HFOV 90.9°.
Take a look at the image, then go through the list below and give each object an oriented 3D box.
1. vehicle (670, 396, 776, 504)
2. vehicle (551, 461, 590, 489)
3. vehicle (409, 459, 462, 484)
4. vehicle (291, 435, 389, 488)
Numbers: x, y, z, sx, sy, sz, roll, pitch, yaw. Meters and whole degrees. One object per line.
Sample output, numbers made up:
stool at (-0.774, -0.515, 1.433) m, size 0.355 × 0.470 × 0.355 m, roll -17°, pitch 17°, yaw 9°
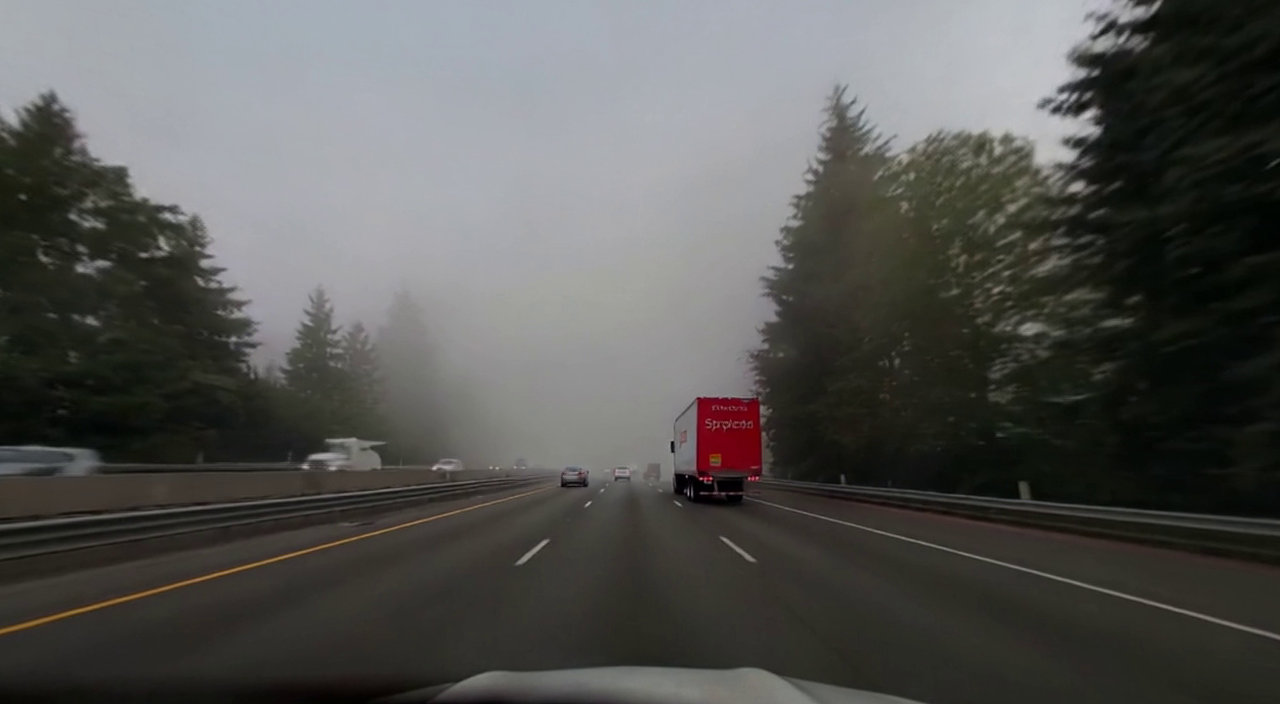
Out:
vehicle at (3.640, 5.183, 32.340) m, size 2.992 × 4.300 × 13.967 m, roll 1°, pitch -10°, yaw -2°
vehicle at (-4.479, 8.000, 41.212) m, size 2.155 × 1.667 × 4.615 m, roll 1°, pitch -10°, yaw -2°
vehicle at (-12.889, 7.582, 40.043) m, size 1.954 × 1.466 × 4.444 m, roll 1°, pitch -10°, yaw -1°
vehicle at (-16.480, 6.131, 35.154) m, size 2.284 × 2.601 × 6.700 m, roll 1°, pitch -10°, yaw -2°
